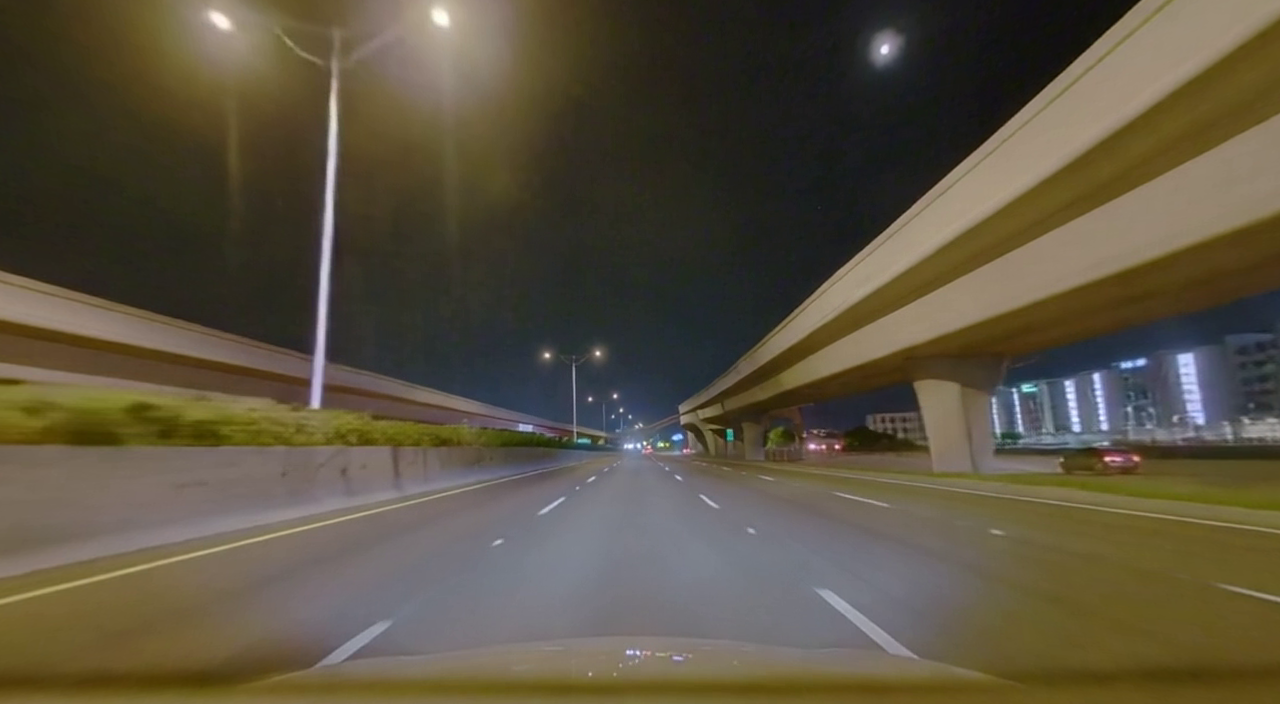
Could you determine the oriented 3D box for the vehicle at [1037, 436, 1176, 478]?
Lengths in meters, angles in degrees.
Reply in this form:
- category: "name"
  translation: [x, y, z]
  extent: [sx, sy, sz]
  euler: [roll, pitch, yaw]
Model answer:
- category: "vehicle"
  translation: [18.444, 4.176, 25.317]
  extent: [2.059, 1.457, 4.537]
  euler: [-1, -9, -1]
